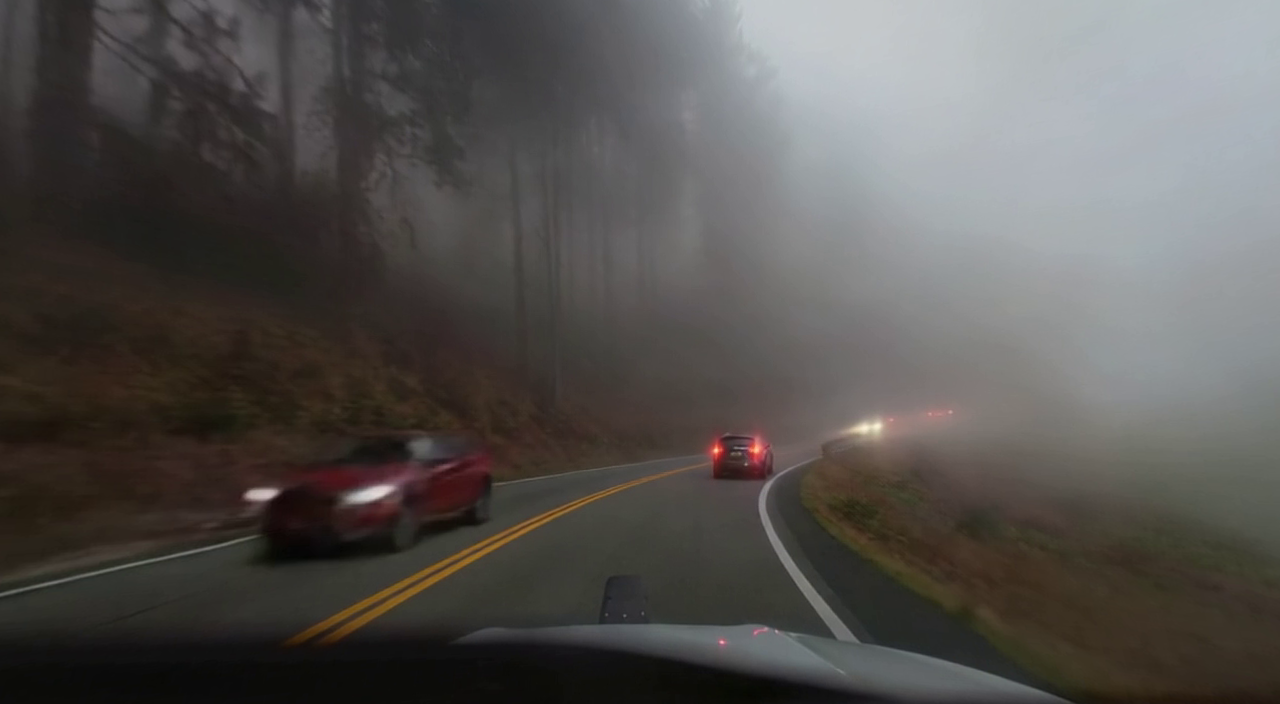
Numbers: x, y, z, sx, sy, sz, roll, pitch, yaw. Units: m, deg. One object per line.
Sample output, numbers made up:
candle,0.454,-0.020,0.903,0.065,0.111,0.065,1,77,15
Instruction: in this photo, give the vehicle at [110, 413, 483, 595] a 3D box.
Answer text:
vehicle,-3.779,1.723,8.053,2.032,1.654,4.204,-1,-8,7

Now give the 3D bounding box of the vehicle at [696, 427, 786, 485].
vehicle,3.286,3.213,19.766,2.274,1.583,4.349,-2,-9,15
